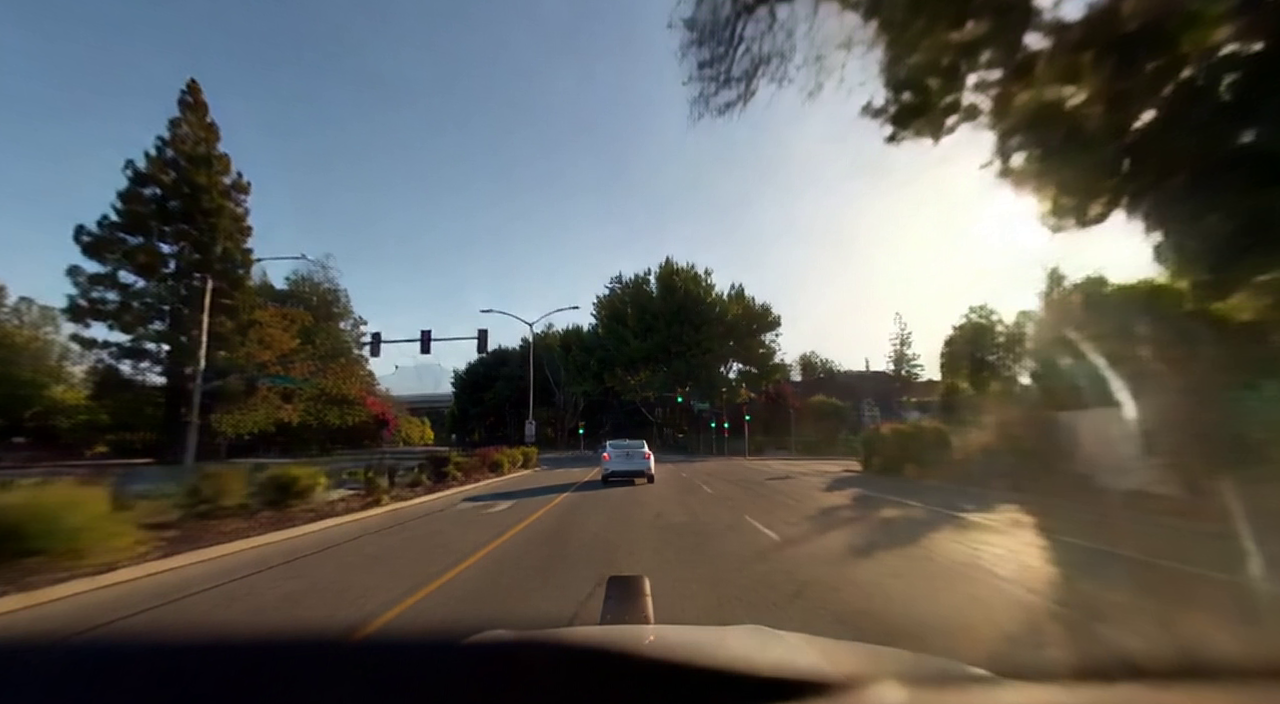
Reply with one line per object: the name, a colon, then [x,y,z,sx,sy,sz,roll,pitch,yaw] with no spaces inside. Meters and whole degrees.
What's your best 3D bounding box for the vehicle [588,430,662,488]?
vehicle: [-0.468,3.517,20.983,2.192,1.734,4.176,0,-8,-1]
